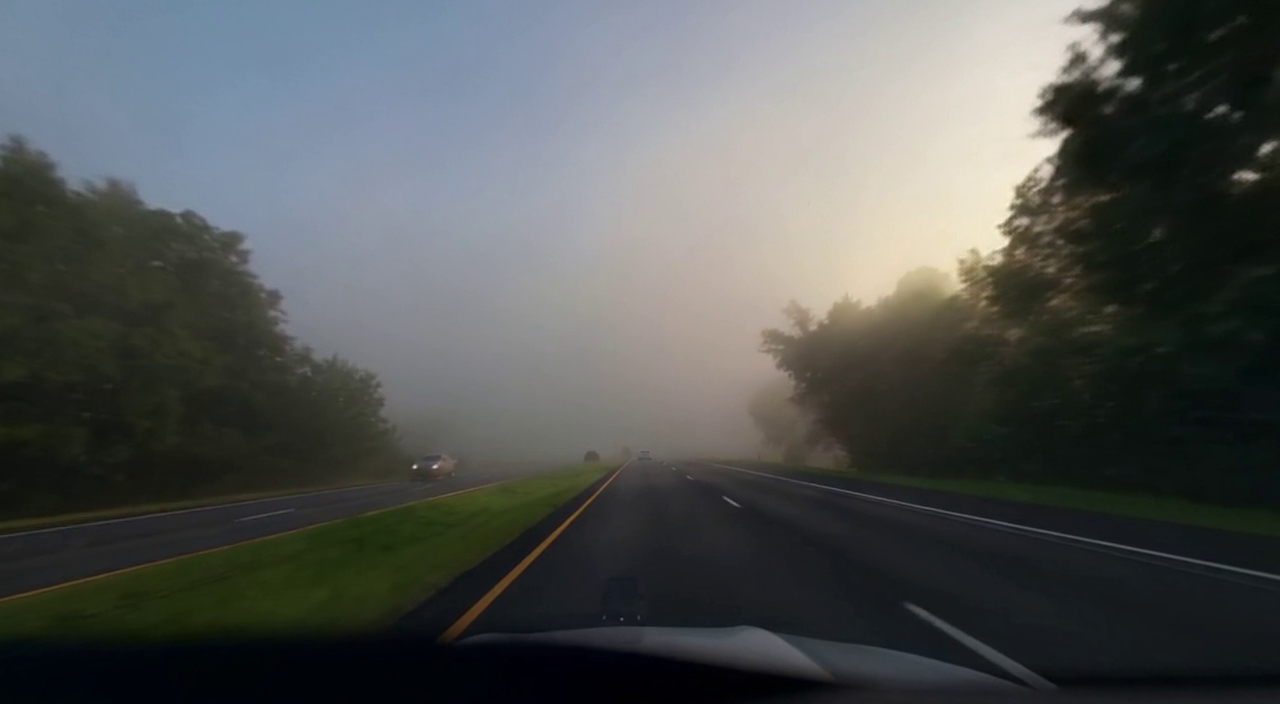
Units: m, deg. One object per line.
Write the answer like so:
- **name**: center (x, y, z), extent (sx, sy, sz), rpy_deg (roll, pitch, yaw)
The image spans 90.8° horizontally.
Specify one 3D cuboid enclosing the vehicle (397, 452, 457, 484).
- **vehicle**: center (-13.937, 7.570, 41.613), extent (2.127, 1.936, 4.888), rpy_deg (0, -9, 1)
